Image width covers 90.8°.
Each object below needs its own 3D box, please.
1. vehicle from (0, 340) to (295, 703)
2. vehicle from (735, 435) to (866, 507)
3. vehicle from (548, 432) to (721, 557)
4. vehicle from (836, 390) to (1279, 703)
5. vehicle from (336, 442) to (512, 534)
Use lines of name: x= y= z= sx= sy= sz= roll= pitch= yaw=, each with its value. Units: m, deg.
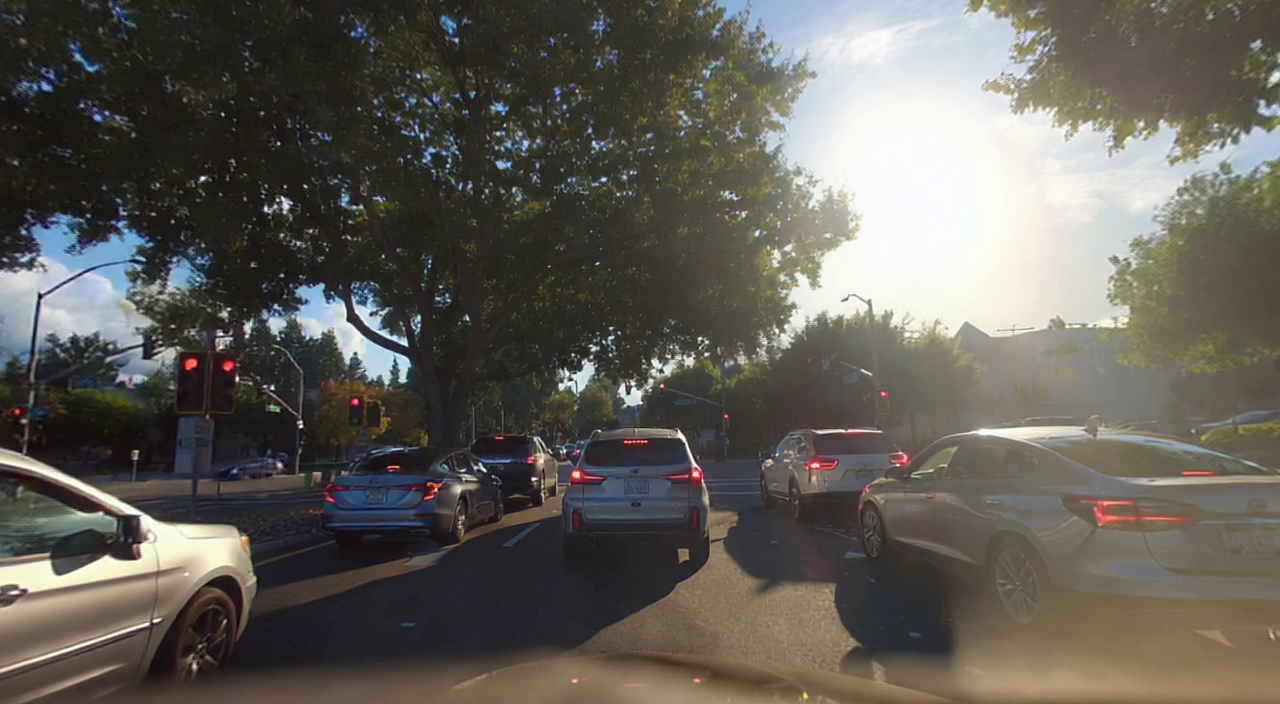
vehicle: x=-3.652 y=0.838 z=2.533 sx=2.047 sy=1.764 sz=4.369 roll=0 pitch=-8 yaw=0
vehicle: x=3.639 y=2.776 z=15.248 sx=1.922 sy=1.472 sz=4.440 roll=0 pitch=-8 yaw=-1
vehicle: x=-0.077 y=2.003 z=9.591 sx=2.061 sy=1.470 sz=3.970 roll=0 pitch=-8 yaw=0
vehicle: x=3.394 y=1.304 z=5.423 sx=1.933 sy=1.564 sz=4.600 roll=0 pitch=-8 yaw=0
vehicle: x=-3.908 y=2.501 z=12.336 sx=1.919 sy=1.459 sz=4.371 roll=0 pitch=-8 yaw=0
